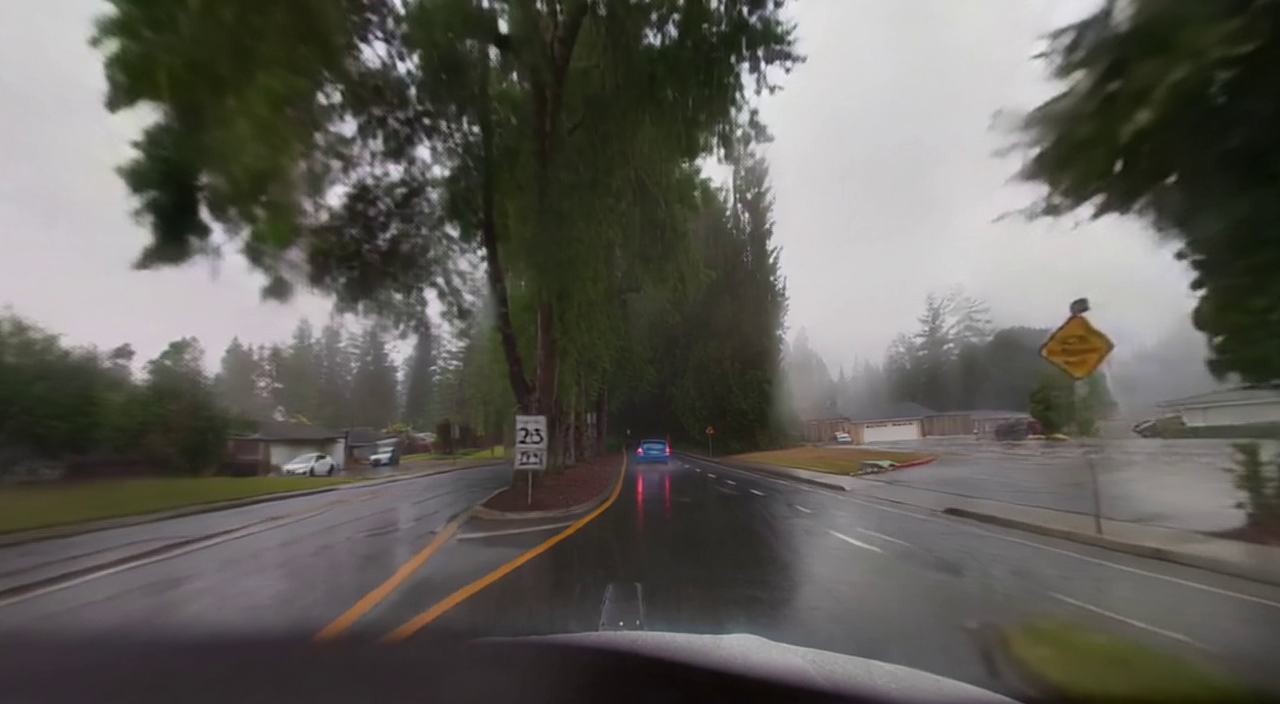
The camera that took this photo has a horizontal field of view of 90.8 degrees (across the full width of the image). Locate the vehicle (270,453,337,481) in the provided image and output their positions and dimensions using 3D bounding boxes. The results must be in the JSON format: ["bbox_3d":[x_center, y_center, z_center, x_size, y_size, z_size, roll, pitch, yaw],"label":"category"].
[{"bbox_3d":[-19.661,6.725,37.138,1.792,1.471,4.511,2,-9,-6],"label":"vehicle"}]

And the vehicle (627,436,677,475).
[{"bbox_3d":[0.490,4.930,30.269,2.216,1.708,4.110,0,-9,-1],"label":"vehicle"}]
